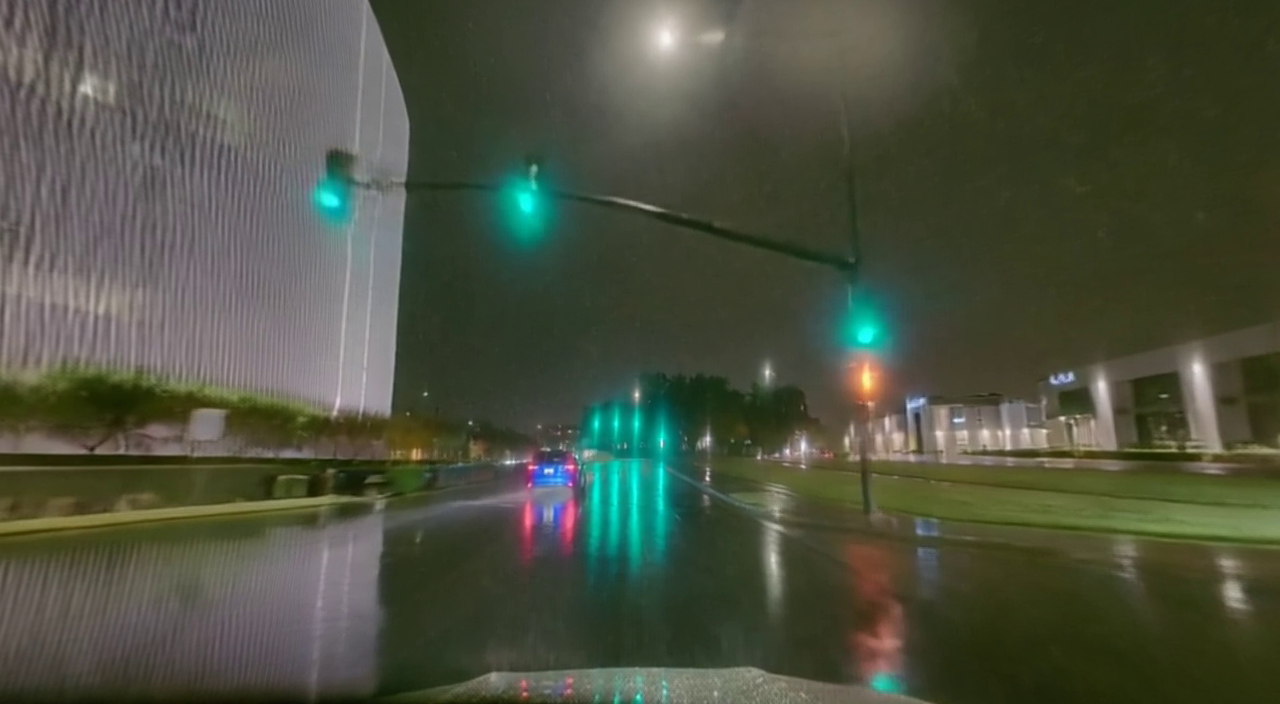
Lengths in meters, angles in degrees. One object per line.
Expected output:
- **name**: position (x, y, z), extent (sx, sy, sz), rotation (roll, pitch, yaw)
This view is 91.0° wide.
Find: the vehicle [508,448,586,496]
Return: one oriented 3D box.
- **vehicle**: position (-3.121, 4.117, 22.076), extent (1.971, 1.486, 4.380), rotation (0, -9, 1)
